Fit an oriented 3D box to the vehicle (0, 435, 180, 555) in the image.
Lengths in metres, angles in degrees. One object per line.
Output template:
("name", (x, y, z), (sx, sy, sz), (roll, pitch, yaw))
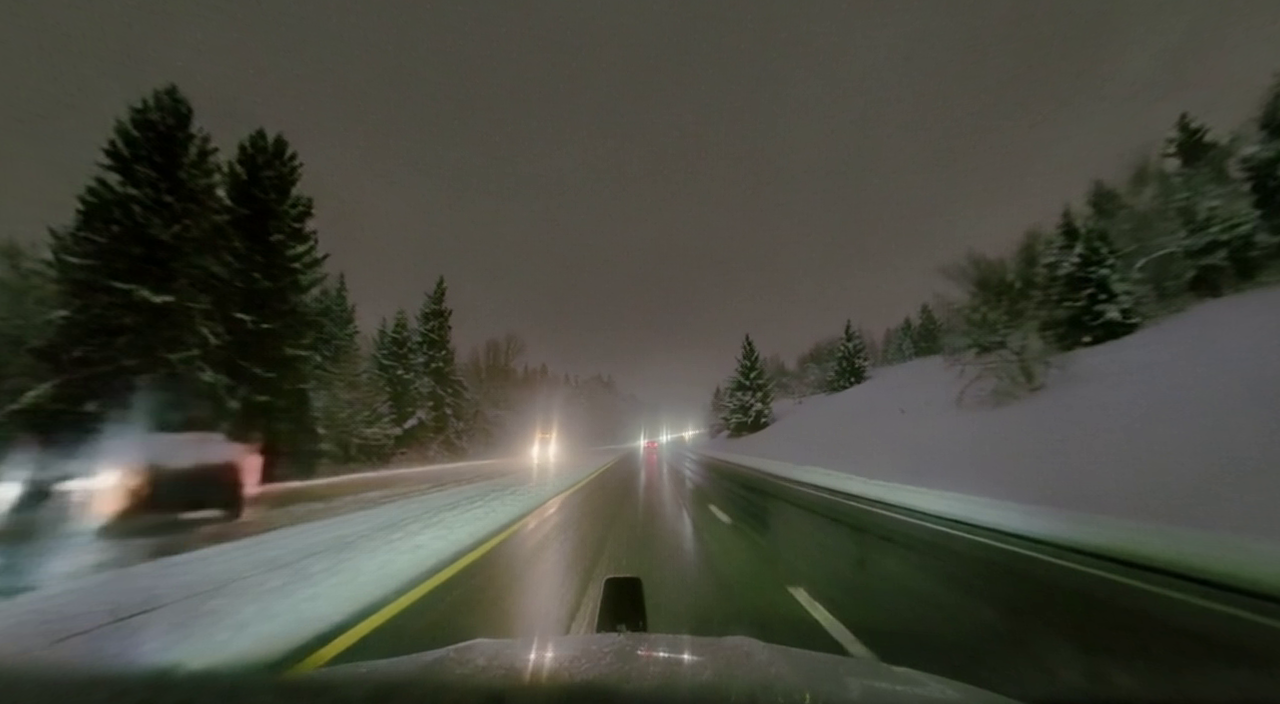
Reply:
("vehicle", (-9.042, 1.898, 8.589), (2.040, 1.491, 4.606), (0, -8, 1))
